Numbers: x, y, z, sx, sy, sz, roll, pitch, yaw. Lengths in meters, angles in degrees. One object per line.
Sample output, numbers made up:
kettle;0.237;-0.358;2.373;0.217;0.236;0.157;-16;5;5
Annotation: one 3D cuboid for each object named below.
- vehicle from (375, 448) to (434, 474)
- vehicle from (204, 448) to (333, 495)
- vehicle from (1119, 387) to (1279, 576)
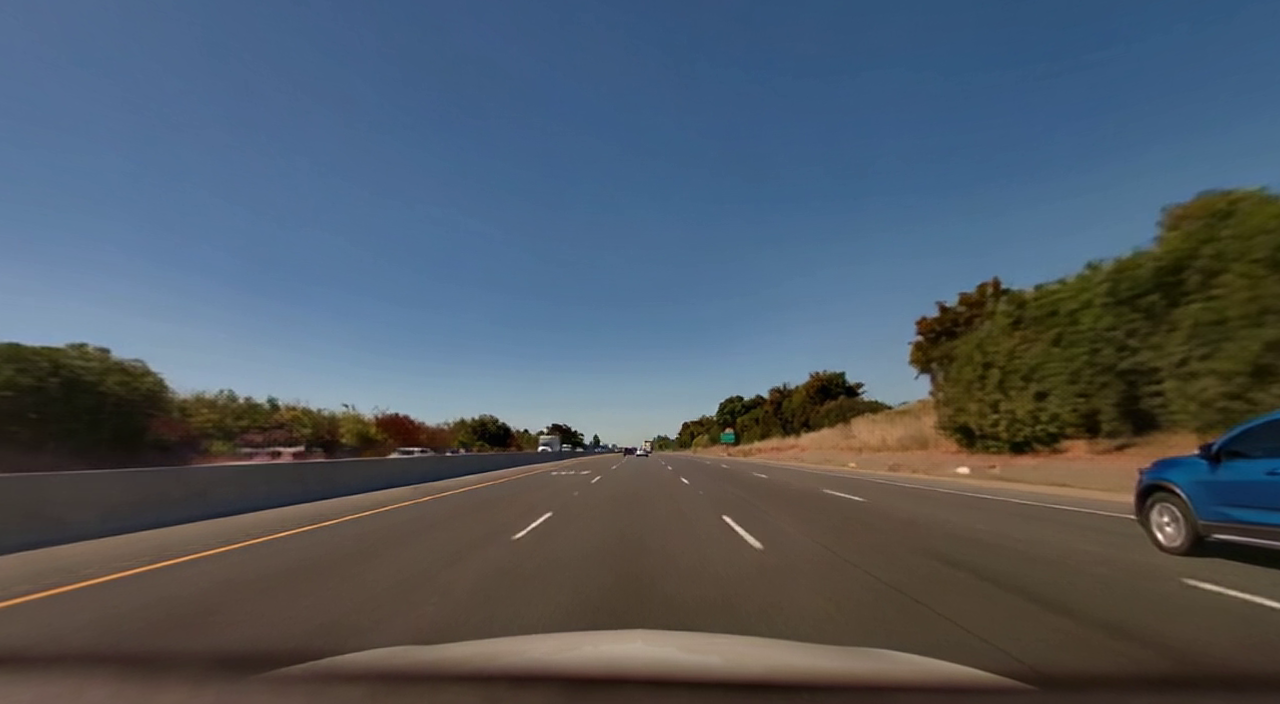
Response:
vehicle;-15.246;7.049;41.021;1.889;1.552;4.643;-1;-9;2
vehicle;-13.303;4.267;22.950;1.906;1.517;4.477;0;-9;1
vehicle;7.392;1.184;5.618;2.186;1.848;5.136;0;-8;1
